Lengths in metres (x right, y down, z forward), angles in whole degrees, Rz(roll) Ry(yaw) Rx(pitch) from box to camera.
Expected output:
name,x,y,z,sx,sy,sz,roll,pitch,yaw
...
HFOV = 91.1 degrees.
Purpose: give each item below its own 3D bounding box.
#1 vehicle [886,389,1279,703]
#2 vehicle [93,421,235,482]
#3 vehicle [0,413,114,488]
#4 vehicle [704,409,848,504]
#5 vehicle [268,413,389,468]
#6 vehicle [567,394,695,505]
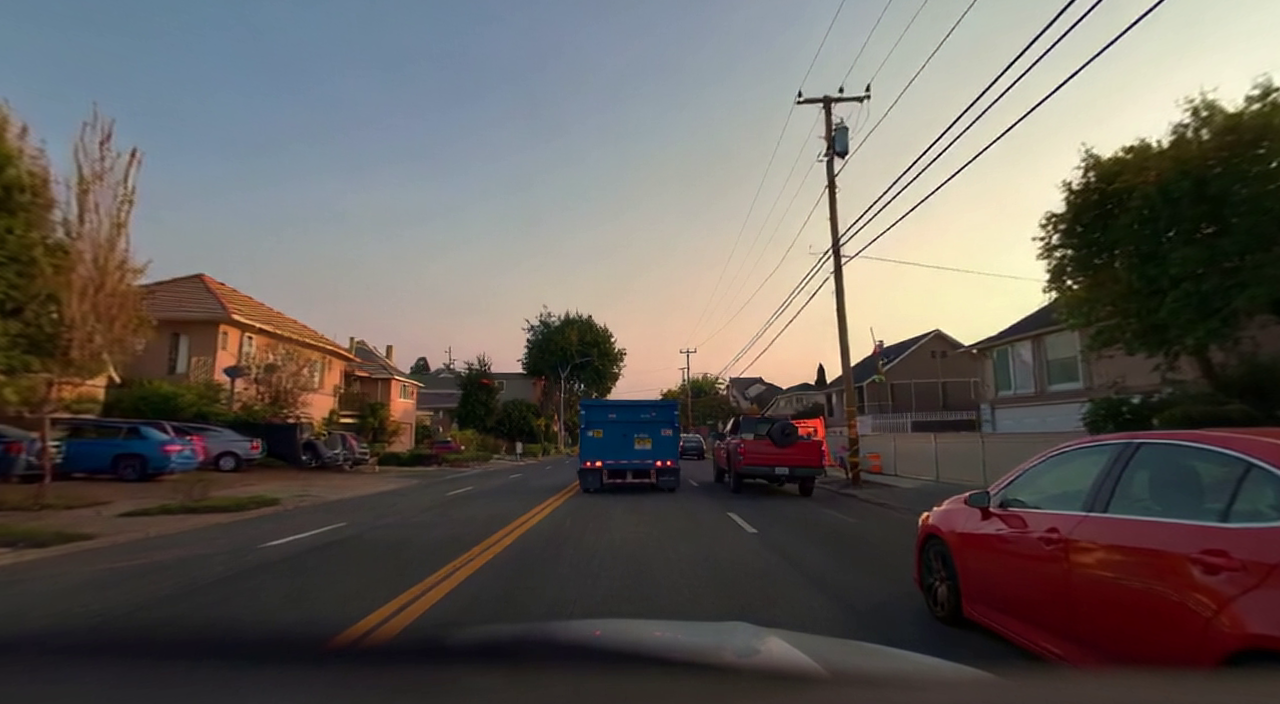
name,x,y,z,sx,sy,sz,roll,pitch,yaw
vehicle,3.020,1.002,2.841,2.010,1.499,4.481,0,-8,0
vehicle,-14.952,3.150,20.094,2.010,1.721,4.499,2,-9,-16
vehicle,-16.889,2.593,16.697,4.184,1.831,1.940,-1,-8,8
vehicle,3.168,2.634,16.200,2.486,1.993,5.667,0,-8,0
vehicle,-13.390,3.908,27.556,2.475,2.157,5.567,0,-8,-1
vehicle,-0.132,2.590,17.003,2.751,2.361,6.347,1,-8,1
